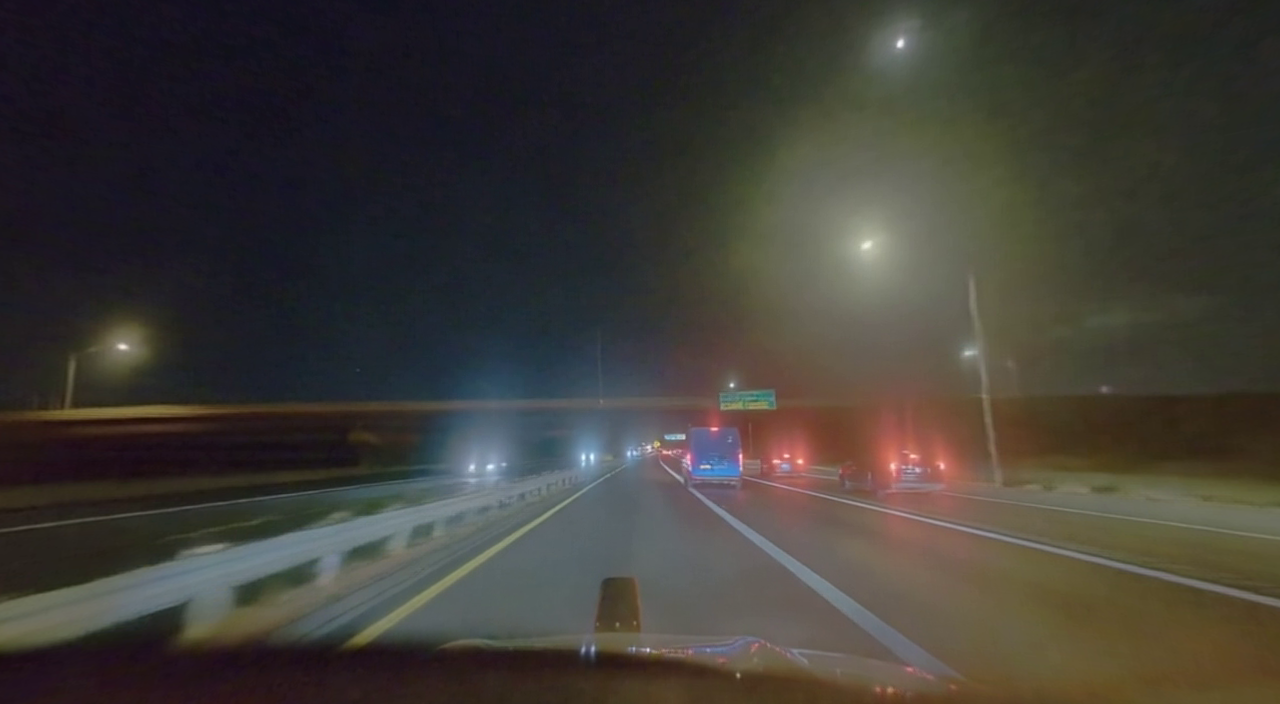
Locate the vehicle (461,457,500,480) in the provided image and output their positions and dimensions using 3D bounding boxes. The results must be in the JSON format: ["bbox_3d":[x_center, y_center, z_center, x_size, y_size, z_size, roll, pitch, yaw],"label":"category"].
[{"bbox_3d":[-12.162,8.920,48.042,1.890,1.593,4.054,-1,-9,1],"label":"vehicle"}]

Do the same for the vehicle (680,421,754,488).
[{"bbox_3d":[3.224,4.459,27.483,2.560,2.598,5.581,-1,-9,1],"label":"vehicle"}]
